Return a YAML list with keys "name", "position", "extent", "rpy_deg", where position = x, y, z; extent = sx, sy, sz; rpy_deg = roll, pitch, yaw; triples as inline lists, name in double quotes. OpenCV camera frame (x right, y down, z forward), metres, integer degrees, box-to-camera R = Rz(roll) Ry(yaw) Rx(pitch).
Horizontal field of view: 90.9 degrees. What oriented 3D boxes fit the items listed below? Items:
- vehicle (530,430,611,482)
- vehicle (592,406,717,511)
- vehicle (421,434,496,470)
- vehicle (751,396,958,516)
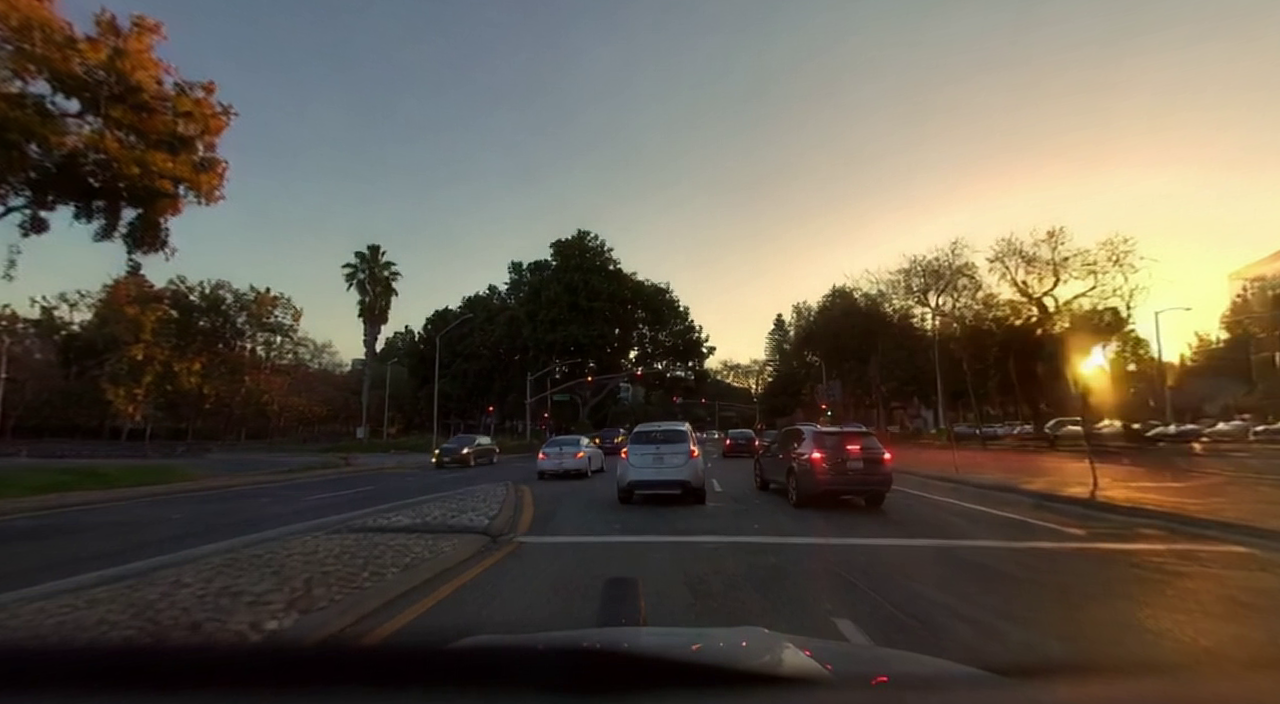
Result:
- name: "vehicle"
  position: [-2.157, 3.347, 20.705]
  extent: [2.023, 1.494, 4.259]
  rpy_deg: [-2, -8, 2]
- name: "vehicle"
  position: [0.341, 2.113, 12.750]
  extent: [2.113, 1.768, 3.901]
  rpy_deg: [0, -9, 3]
- name: "vehicle"
  position: [-8.205, 4.576, 28.935]
  extent: [1.868, 1.496, 4.219]
  rpy_deg: [-1, -9, 4]
- name: "vehicle"
  position: [3.862, 2.064, 12.871]
  extent: [2.317, 1.857, 5.940]
  rpy_deg: [0, -9, 2]
